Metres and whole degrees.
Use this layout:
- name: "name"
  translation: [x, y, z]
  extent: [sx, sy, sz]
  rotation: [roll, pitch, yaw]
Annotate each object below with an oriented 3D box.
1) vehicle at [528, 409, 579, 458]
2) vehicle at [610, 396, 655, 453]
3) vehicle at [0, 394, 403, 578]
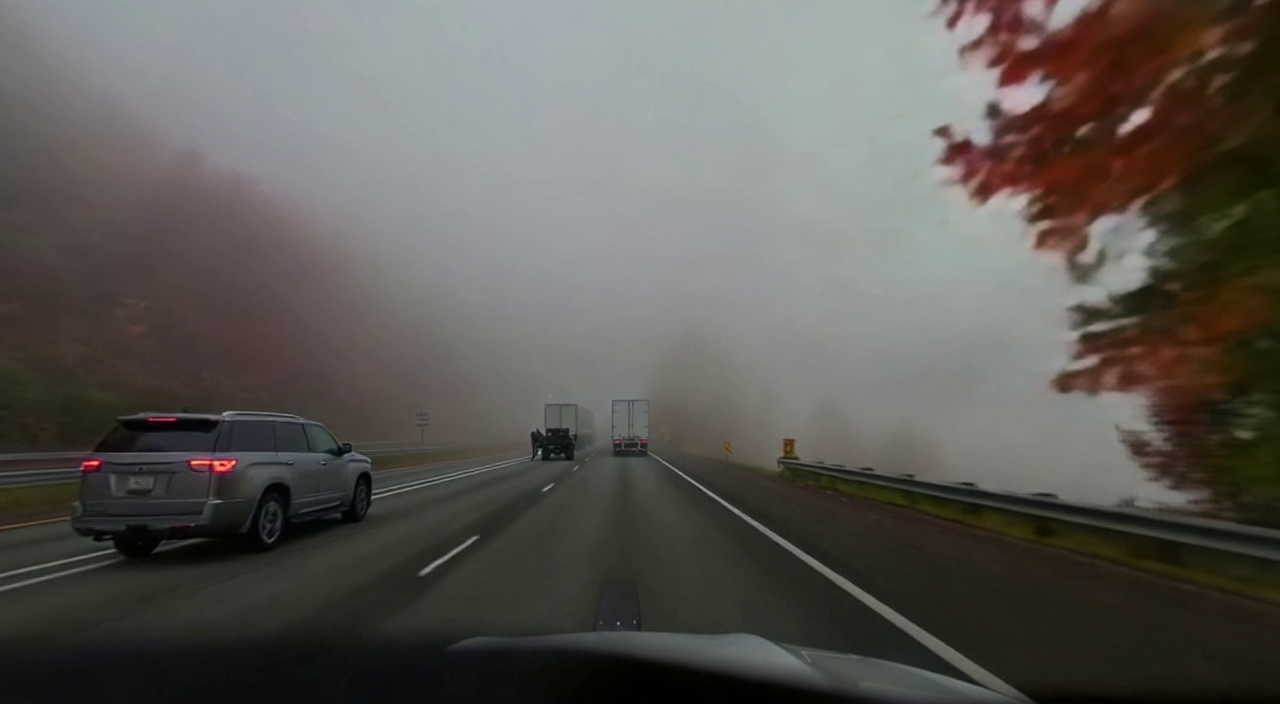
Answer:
- name: "vehicle"
  translation: [-5.189, 5.017, 38.590]
  extent: [2.383, 2.726, 5.677]
  rotation: [0, -8, -1]
- name: "vehicle"
  translation: [-0.654, 5.576, 47.766]
  extent: [3.078, 3.955, 8.774]
  rotation: [0, -8, -2]
- name: "vehicle"
  translation: [-4.956, 1.526, 8.067]
  extent: [2.089, 1.669, 4.515]
  rotation: [0, -8, -1]
